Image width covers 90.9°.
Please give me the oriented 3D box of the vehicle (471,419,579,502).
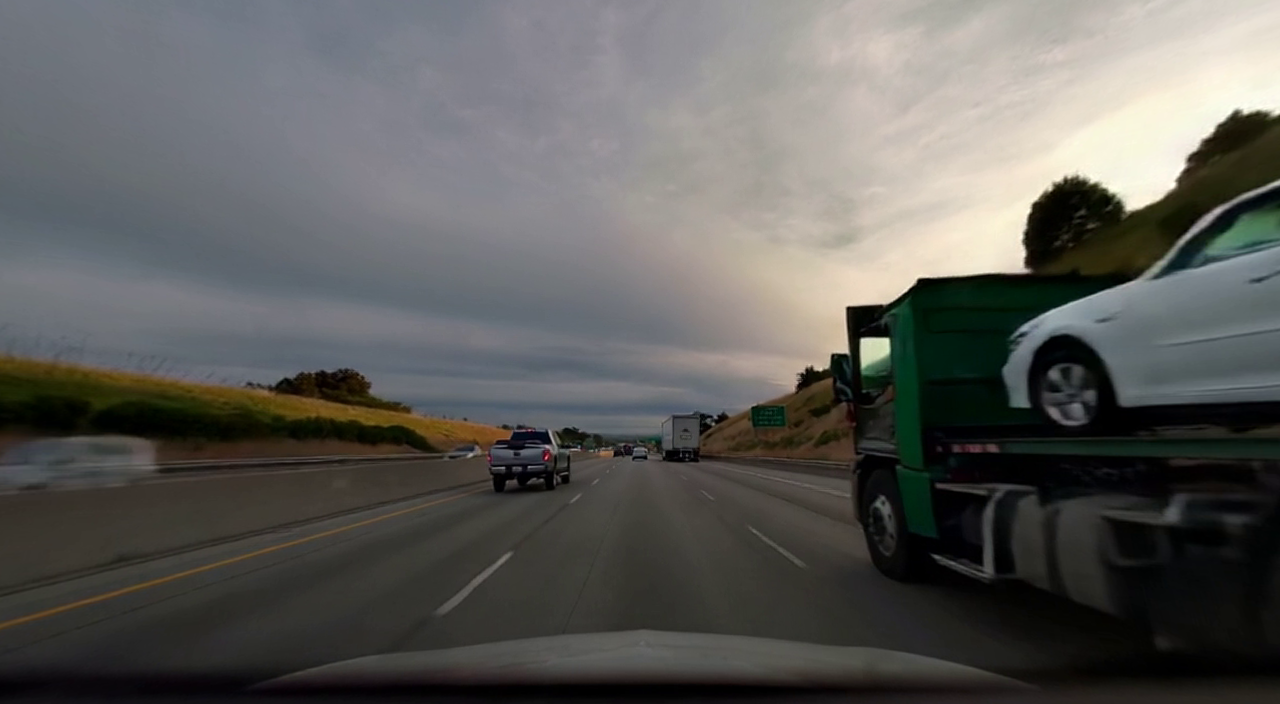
[{"bbox_3d":[-3.095,3.058,18.039,2.142,2.044,4.446,0,-9,1],"label":"vehicle"}]
